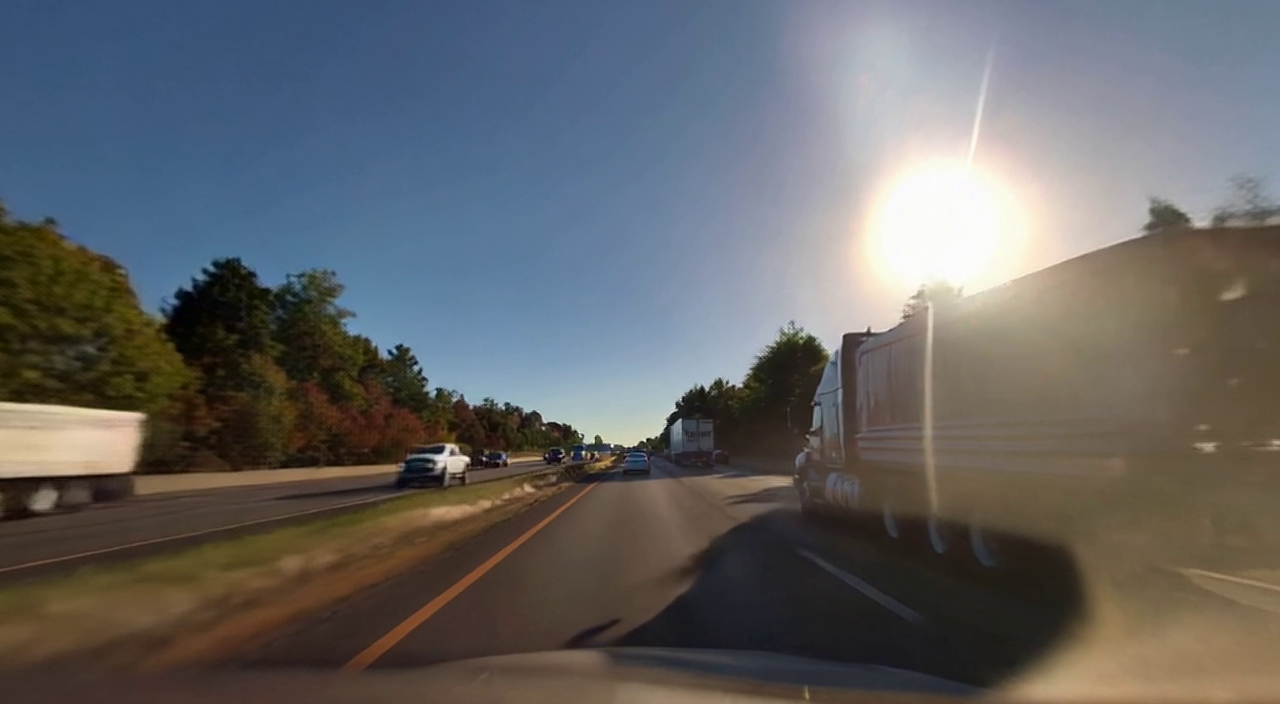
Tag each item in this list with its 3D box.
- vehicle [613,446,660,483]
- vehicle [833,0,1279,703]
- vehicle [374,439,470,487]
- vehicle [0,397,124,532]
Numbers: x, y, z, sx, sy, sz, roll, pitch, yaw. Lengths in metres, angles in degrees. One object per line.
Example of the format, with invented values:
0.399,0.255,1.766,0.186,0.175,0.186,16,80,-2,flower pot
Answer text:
-0.128,4.909,27.752,1.939,1.495,3.612,0,-9,0,vehicle
4.579,-0.279,2.822,2.842,4.060,13.939,0,-9,-1,vehicle
-8.161,4.206,24.074,2.034,1.621,4.525,0,-9,0,vehicle
-13.230,2.038,11.325,2.255,2.511,6.577,0,-9,0,vehicle
